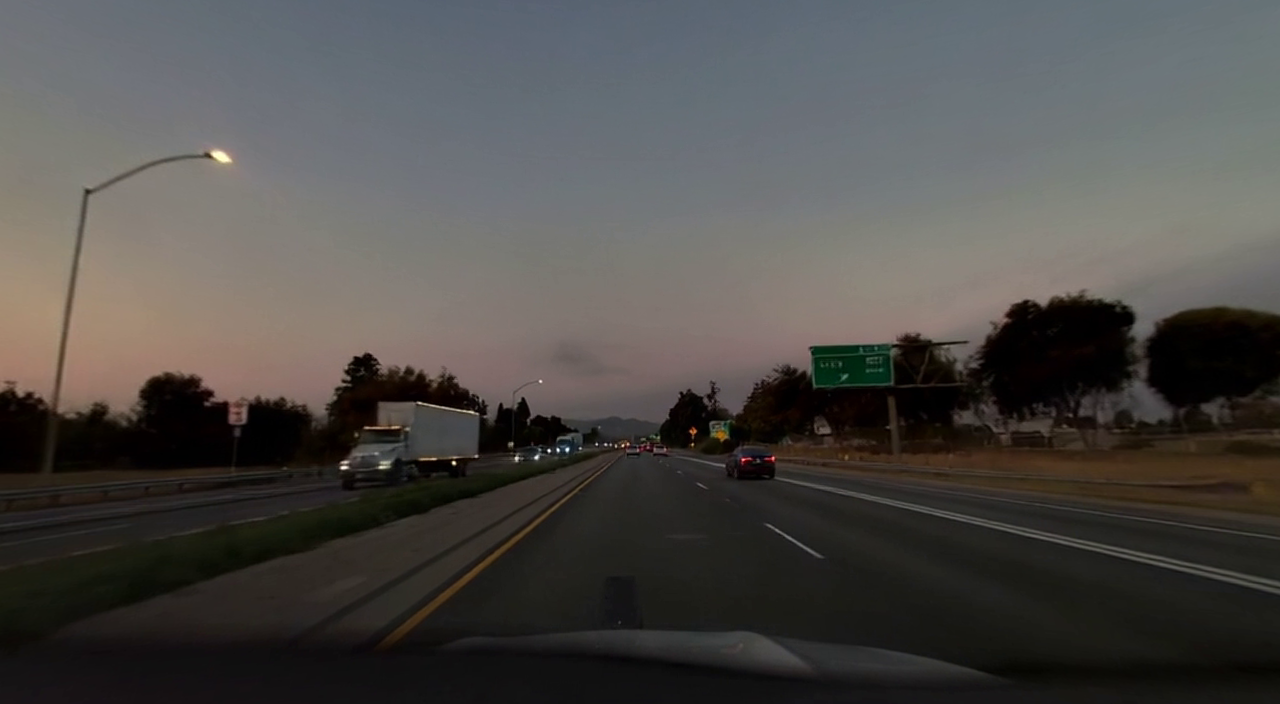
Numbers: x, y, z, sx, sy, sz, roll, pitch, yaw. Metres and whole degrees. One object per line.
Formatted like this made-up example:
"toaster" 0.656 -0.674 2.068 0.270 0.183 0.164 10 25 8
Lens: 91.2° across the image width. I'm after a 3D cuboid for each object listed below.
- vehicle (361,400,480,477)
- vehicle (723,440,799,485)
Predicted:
"vehicle" -13.645 5.741 40.893 2.948 4.131 13.894 0 -9 -1
"vehicle" 4.263 3.959 22.665 1.917 1.488 3.693 0 -9 -1
